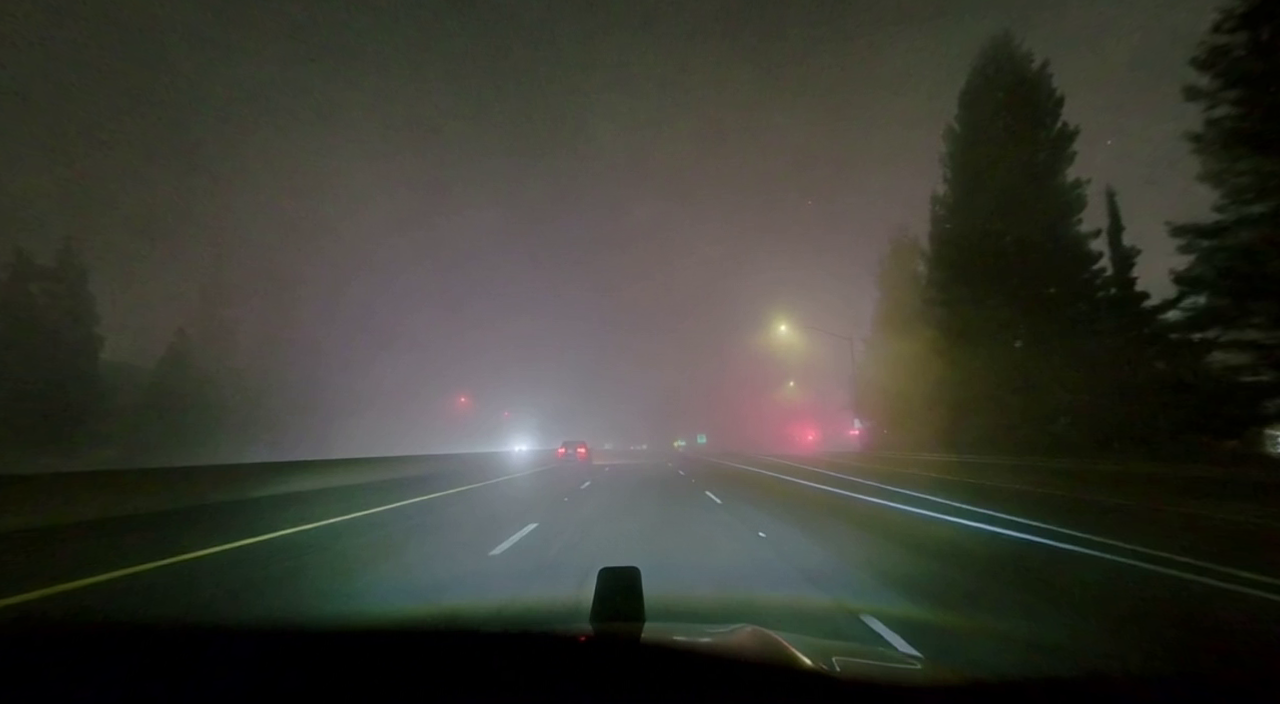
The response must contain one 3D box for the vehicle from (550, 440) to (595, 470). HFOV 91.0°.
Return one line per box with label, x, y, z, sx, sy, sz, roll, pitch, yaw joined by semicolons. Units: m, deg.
vehicle;-3.727;5.763;35.358;2.015;1.557;4.229;0;-9;1
